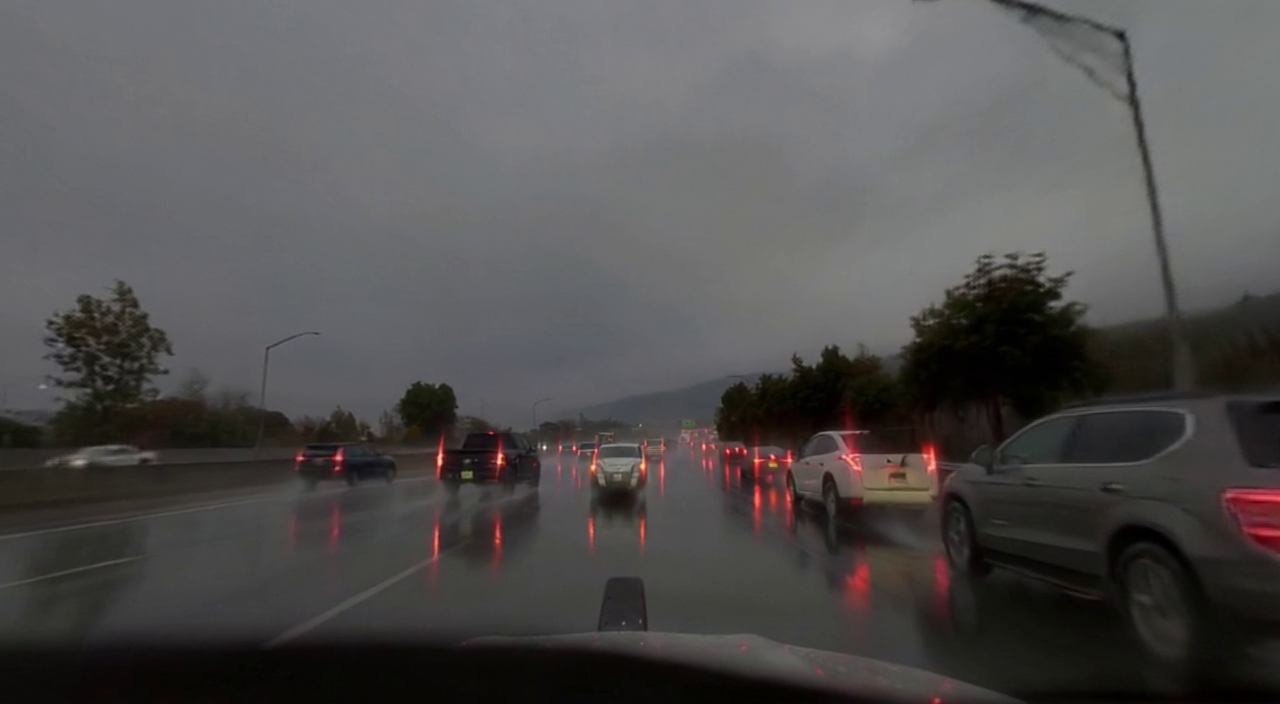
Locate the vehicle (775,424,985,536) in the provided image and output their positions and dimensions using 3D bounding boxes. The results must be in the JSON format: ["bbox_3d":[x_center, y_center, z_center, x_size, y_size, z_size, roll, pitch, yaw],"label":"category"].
[{"bbox_3d":[3.878,2.139,11.194,1.984,1.567,4.475,0,-8,1],"label":"vehicle"}]

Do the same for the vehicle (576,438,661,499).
[{"bbox_3d":[-0.472,3.156,17.510,2.070,1.456,4.029,0,-8,1],"label":"vehicle"}]

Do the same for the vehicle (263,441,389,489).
[{"bbox_3d":[-10.859,3.923,22.281,1.907,1.508,4.608,-1,-8,3],"label":"vehicle"}]

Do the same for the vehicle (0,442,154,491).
[{"bbox_3d":[-22.596,4.486,25.224,2.110,1.748,5.051,-1,-8,2],"label":"vehicle"}]

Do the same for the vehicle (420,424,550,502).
[{"bbox_3d":[-4.045,3.016,17.638,2.110,1.811,5.585,0,-8,1],"label":"vehicle"}]

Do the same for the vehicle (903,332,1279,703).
[{"bbox_3d":[3.886,1.062,4.547,2.003,1.778,4.658,0,-8,1],"label":"vehicle"}]
